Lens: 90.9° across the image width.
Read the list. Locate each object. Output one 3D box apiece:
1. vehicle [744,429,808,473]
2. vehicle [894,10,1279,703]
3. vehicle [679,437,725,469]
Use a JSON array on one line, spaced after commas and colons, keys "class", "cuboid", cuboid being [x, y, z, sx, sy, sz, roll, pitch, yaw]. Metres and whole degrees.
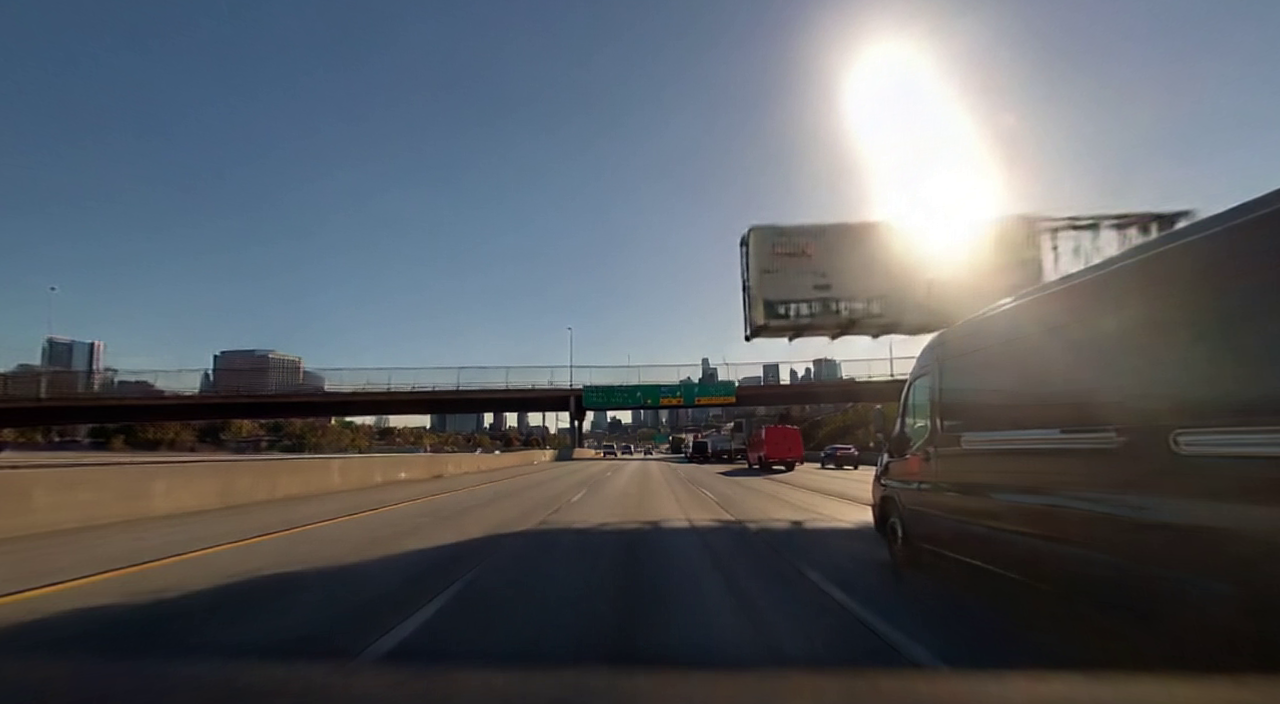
[{"class": "vehicle", "cuboid": [7.491, 5.522, 35.318, 2.301, 2.203, 5.419, 0, -8, -1]}, {"class": "vehicle", "cuboid": [3.321, 0.174, 1.457, 2.436, 2.745, 7.034, 0, -8, -1]}, {"class": "vehicle", "cuboid": [4.053, 6.727, 42.349, 2.464, 1.961, 5.520, 0, -8, -1]}]
